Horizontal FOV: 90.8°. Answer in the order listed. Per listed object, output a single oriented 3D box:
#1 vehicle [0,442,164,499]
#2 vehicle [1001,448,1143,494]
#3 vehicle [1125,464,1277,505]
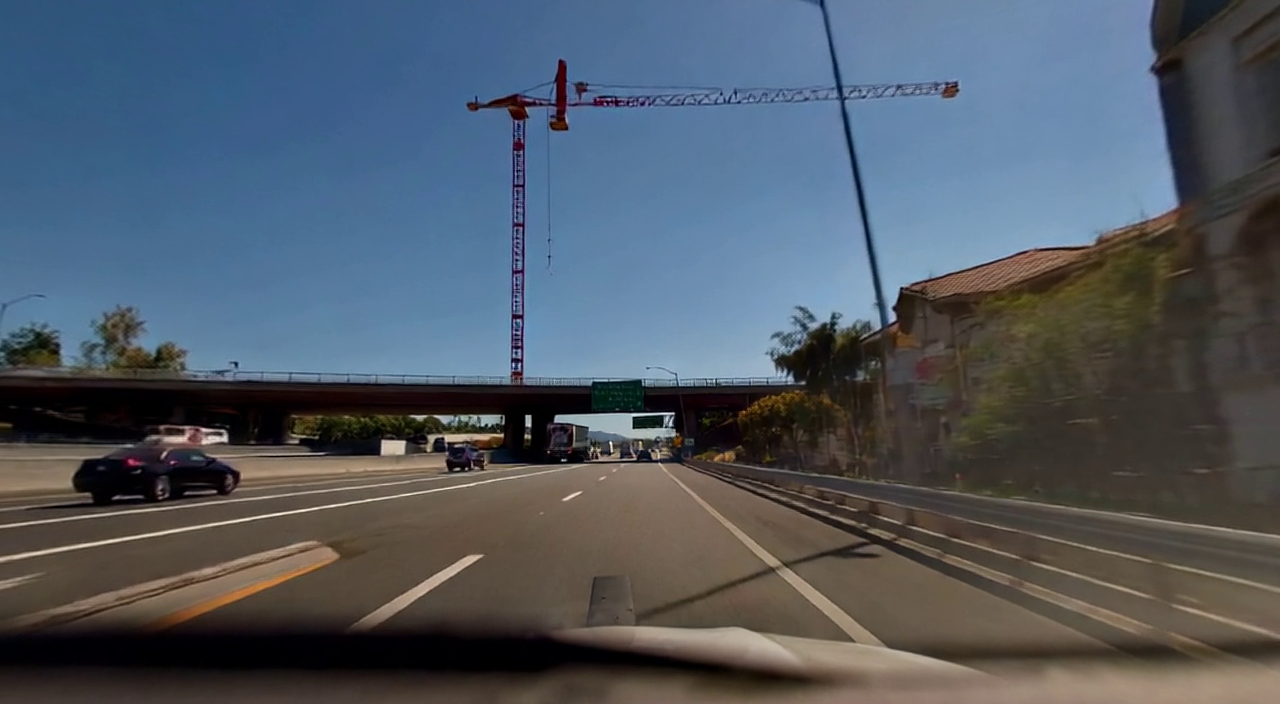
[{"bbox_3d":[-19.499,4.062,22.159,1.932,1.752,4.541,0,-9,2],"label":"vehicle"},{"bbox_3d":[22.603,6.218,33.208,5.721,1.944,2.251,-3,-7,-1],"label":"vehicle"},{"bbox_3d":[22.753,5.380,25.737,4.308,1.519,1.951,0,-8,-1],"label":"vehicle"}]
